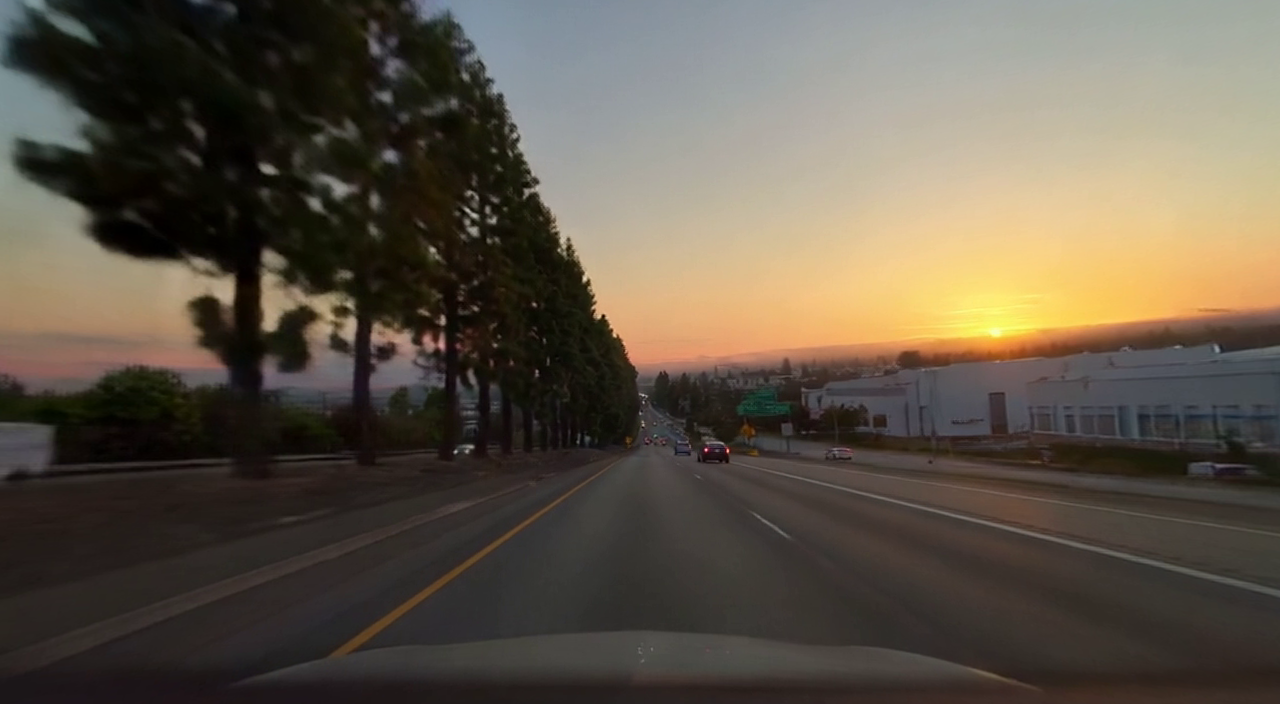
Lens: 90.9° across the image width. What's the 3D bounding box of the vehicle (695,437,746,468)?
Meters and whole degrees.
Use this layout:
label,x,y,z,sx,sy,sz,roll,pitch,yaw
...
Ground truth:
label,x,y,z,sx,sy,sz,roll,pitch,yaw
vehicle,4.124,5.216,32.944,2.062,1.518,4.026,0,-8,0
